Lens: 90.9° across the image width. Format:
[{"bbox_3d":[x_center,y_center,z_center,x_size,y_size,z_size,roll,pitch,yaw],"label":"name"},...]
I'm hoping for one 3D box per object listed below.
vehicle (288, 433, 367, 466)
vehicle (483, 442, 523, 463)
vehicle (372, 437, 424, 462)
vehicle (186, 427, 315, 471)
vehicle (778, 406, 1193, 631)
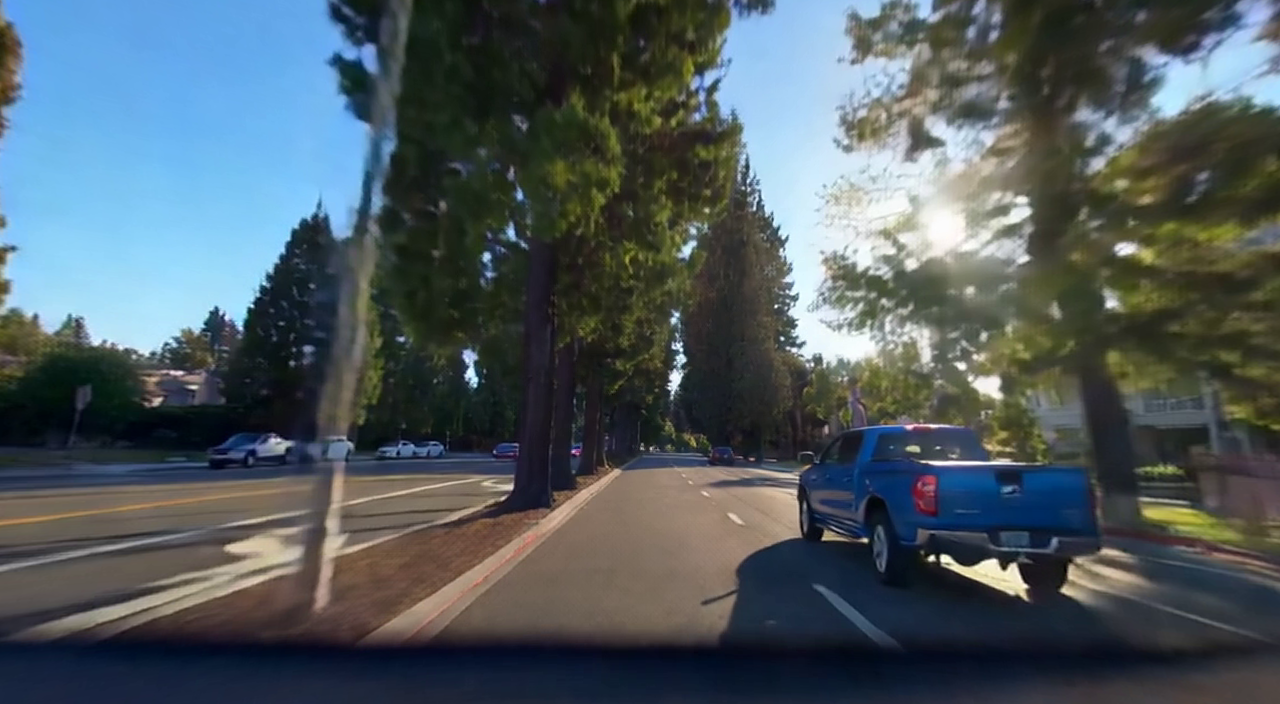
[{"bbox_3d":[-18.143,5.698,36.891,2.051,1.821,4.721,0,-8,2],"label":"vehicle"},{"bbox_3d":[-10.414,7.644,48.133,1.999,1.519,4.249,0,-8,2],"label":"vehicle"},{"bbox_3d":[-18.193,7.370,47.612,2.025,1.766,4.620,0,-8,1],"label":"vehicle"},{"bbox_3d":[-18.344,4.639,30.148,2.398,1.883,5.729,0,-8,2],"label":"vehicle"},{"bbox_3d":[3.176,1.624,7.238,2.108,1.712,4.616,0,-8,0],"label":"vehicle"}]
